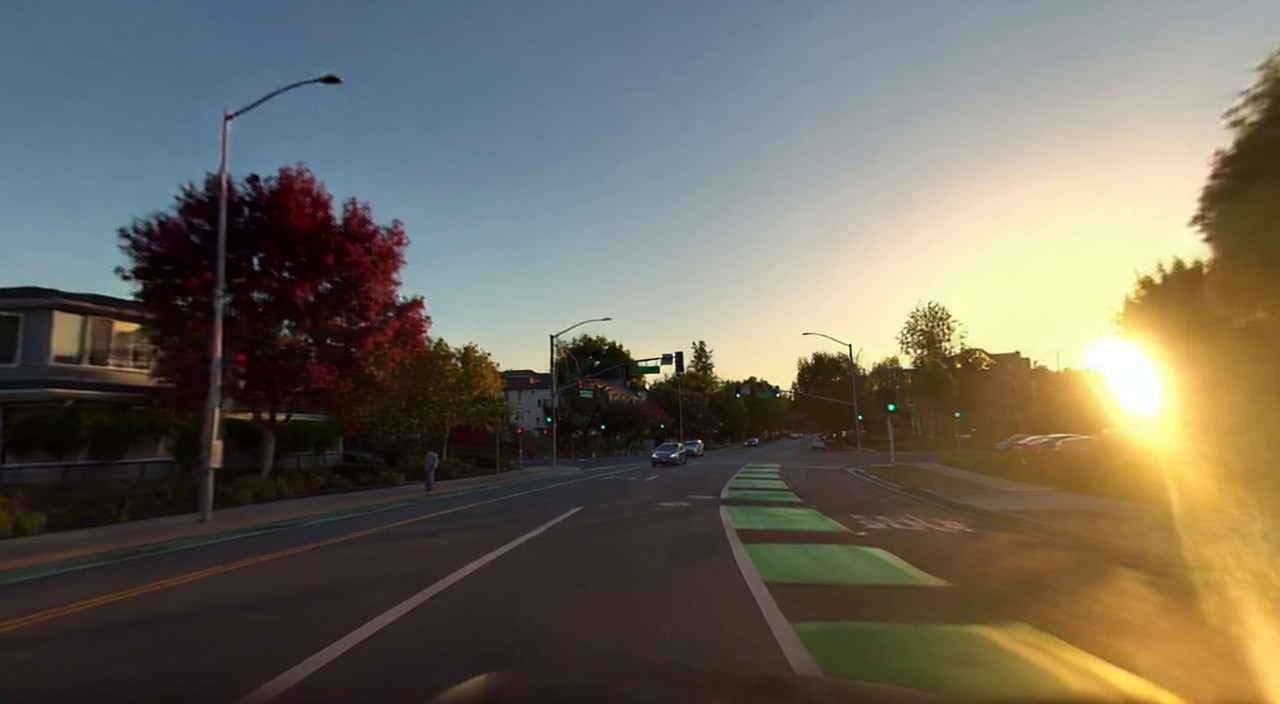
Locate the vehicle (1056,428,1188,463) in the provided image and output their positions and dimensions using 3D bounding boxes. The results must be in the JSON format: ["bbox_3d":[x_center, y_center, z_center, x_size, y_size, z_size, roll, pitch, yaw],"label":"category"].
[{"bbox_3d":[23.028,4.487,30.397,1.972,1.477,5.340,-2,-8,-2],"label":"vehicle"}]

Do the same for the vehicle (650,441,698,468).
[{"bbox_3d":[2.106,6.071,37.517,1.904,1.489,4.746,-3,-9,15],"label":"vehicle"}]

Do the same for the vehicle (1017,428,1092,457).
[{"bbox_3d":[23.478,5.194,35.855,1.937,1.474,5.114,-5,-10,15],"label":"vehicle"}]
